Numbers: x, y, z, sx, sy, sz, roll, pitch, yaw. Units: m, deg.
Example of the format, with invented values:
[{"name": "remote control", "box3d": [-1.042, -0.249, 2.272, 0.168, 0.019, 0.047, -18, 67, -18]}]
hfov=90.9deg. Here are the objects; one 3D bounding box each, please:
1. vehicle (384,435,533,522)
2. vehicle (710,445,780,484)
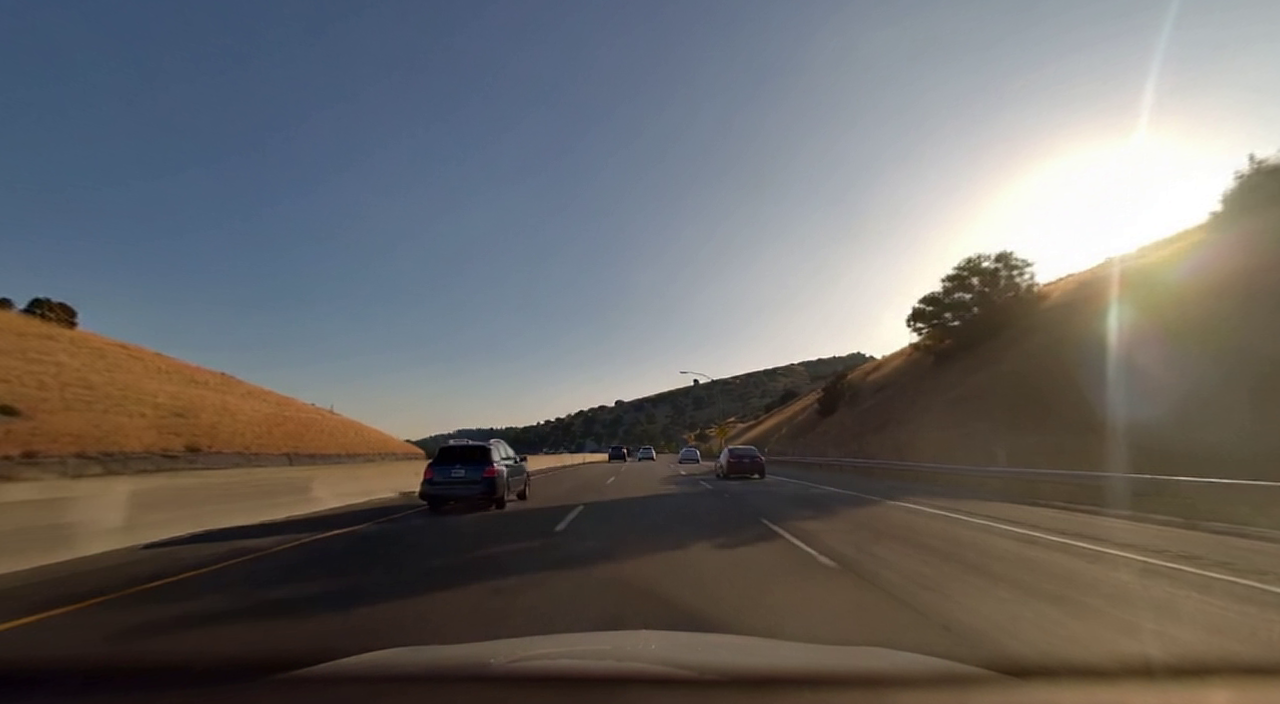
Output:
[{"name": "vehicle", "box3d": [-3.558, 2.543, 13.210, 1.910, 1.521, 3.930, 0, -8, 1]}, {"name": "vehicle", "box3d": [3.886, 4.199, 23.862, 1.976, 1.352, 3.602, 0, -8, -1]}]
